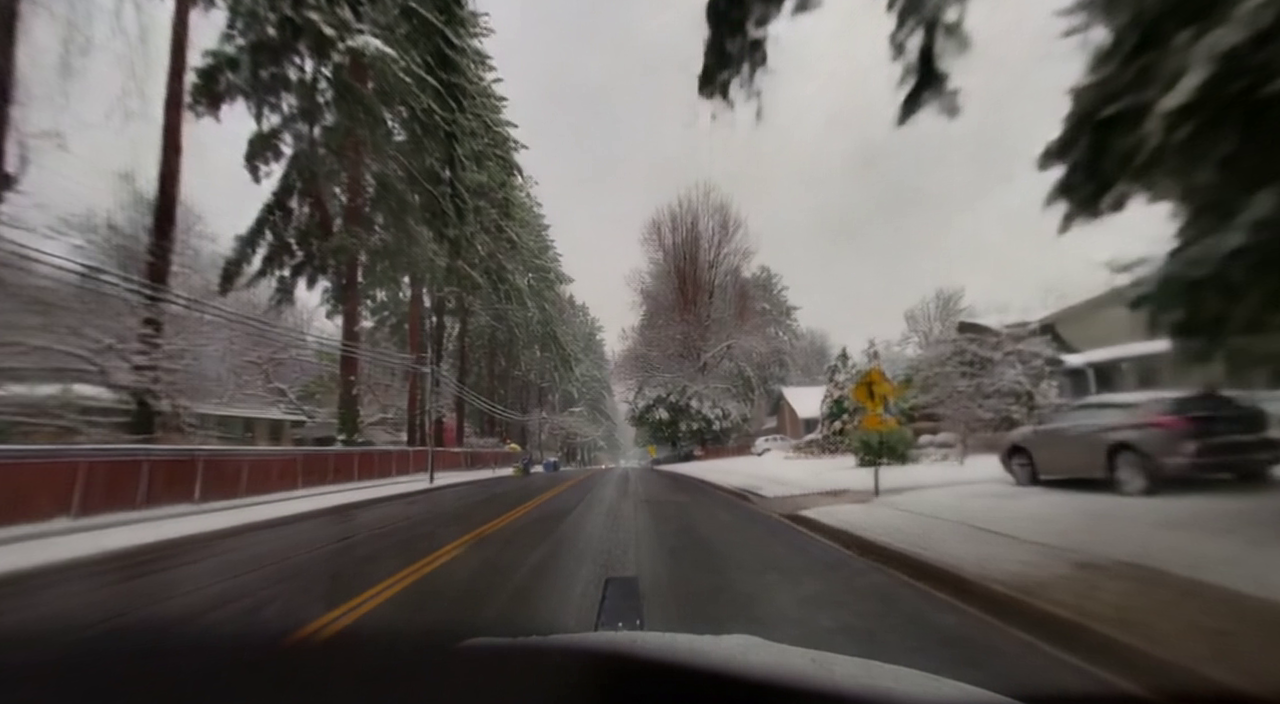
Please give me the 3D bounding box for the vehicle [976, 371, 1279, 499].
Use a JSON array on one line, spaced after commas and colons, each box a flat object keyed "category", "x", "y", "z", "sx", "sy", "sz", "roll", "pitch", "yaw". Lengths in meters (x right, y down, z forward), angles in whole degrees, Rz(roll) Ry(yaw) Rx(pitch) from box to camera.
[{"category": "vehicle", "x": 9.735, "y": 1.760, "z": 13.180, "sx": 2.335, "sy": 2.028, "sz": 6.172, "roll": -1, "pitch": -8, "yaw": 3}]
